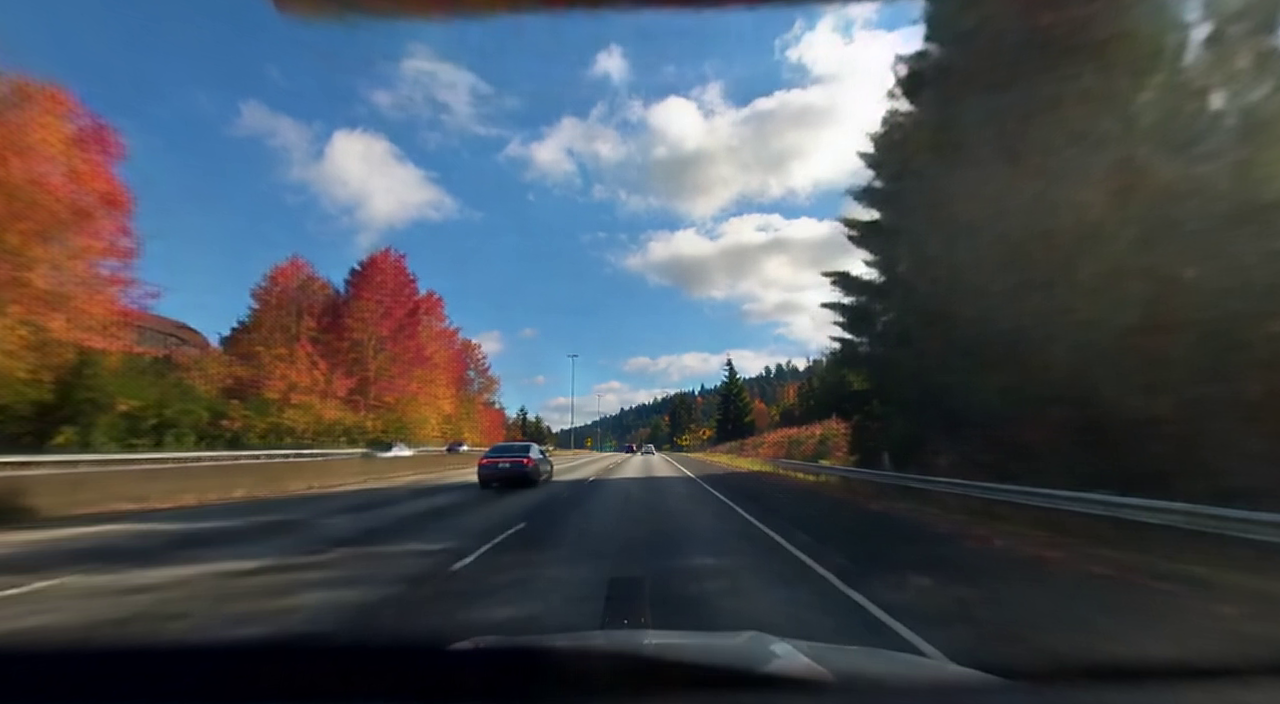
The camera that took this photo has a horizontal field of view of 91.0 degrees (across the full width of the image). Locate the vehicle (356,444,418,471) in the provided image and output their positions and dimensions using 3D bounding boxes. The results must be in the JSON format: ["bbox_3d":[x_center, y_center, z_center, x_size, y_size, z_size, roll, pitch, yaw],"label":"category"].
[{"bbox_3d":[-15.626,6.525,39.096,1.917,1.537,4.491,0,-8,0],"label":"vehicle"}]

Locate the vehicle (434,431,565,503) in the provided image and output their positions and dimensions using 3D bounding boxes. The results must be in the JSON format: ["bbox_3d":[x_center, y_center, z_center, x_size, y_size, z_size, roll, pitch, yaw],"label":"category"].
[{"bbox_3d":[-3.391,2.876,16.286,2.061,1.572,4.814,0,-8,3],"label":"vehicle"}]
